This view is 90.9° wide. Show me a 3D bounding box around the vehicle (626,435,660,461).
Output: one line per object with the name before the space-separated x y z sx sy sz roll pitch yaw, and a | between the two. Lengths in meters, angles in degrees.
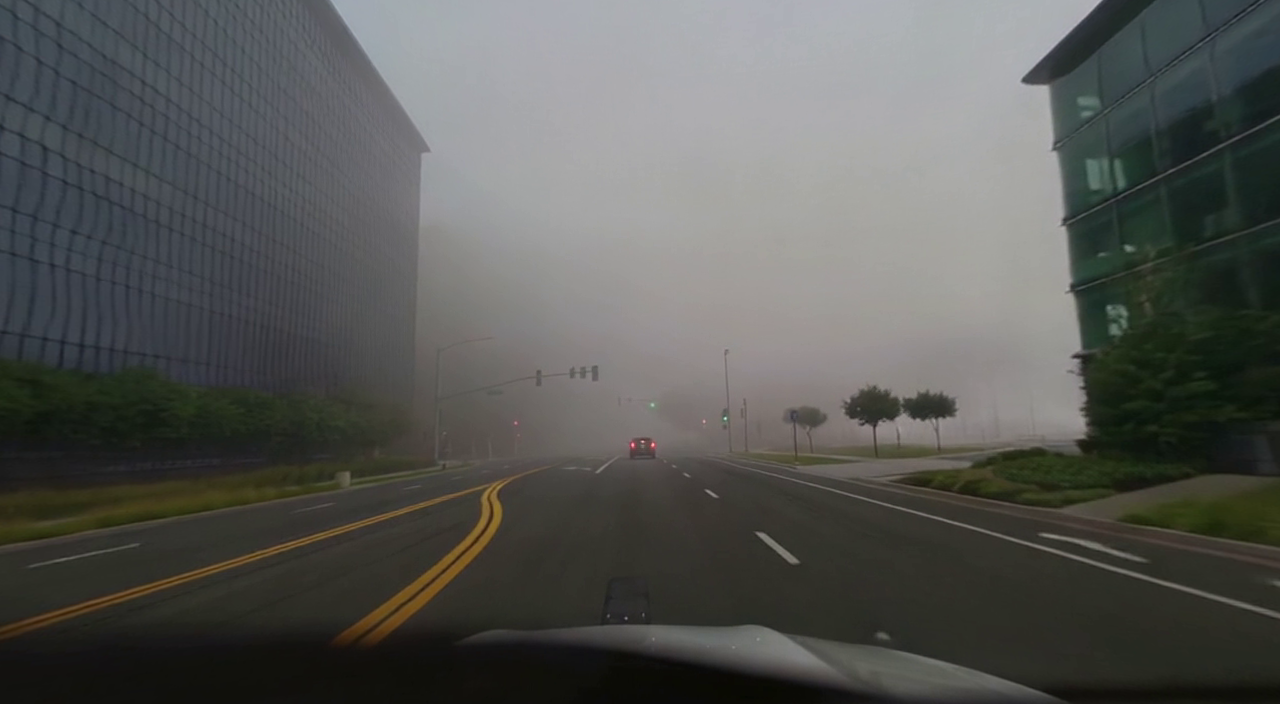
vehicle | 0.160 6.422 42.314 2.184 1.640 4.086 0 -8 -1
